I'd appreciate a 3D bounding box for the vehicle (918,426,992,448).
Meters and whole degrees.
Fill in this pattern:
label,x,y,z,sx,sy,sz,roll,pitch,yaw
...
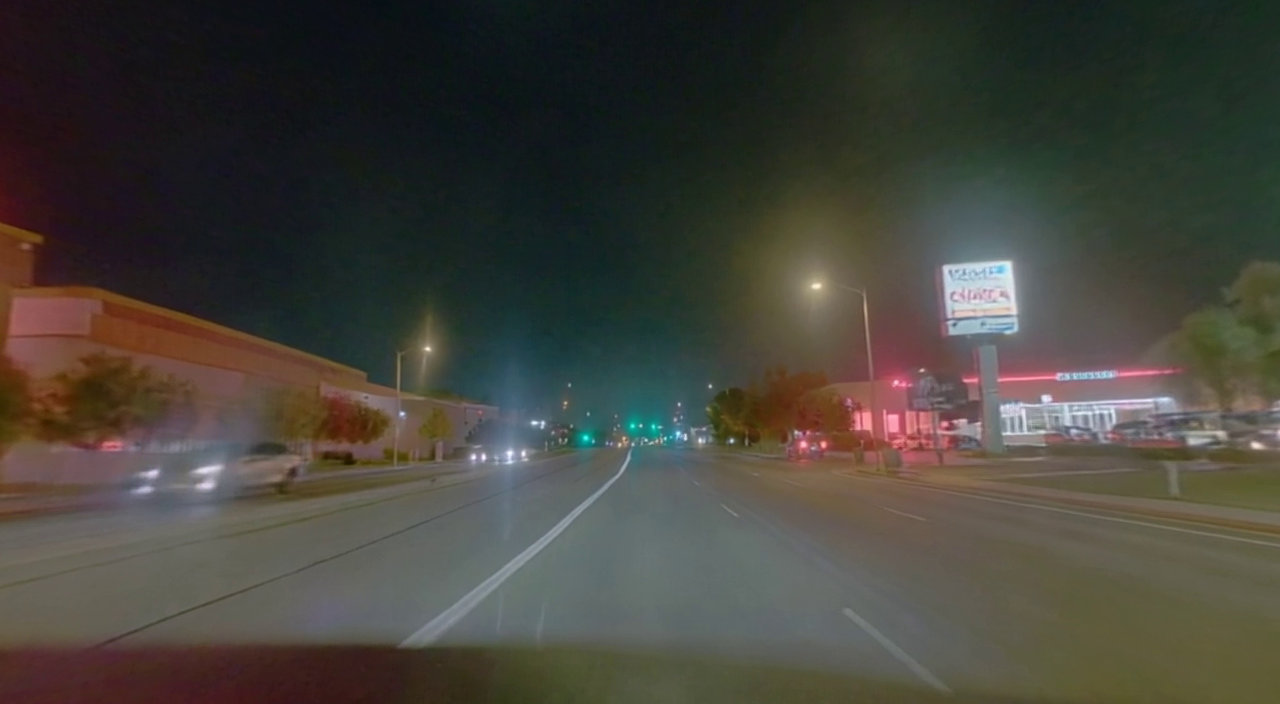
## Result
label,x,y,z,sx,sy,sz,roll,pitch,yaw
vehicle,22.266,6.005,44.729,4.171,1.492,1.999,0,-8,2

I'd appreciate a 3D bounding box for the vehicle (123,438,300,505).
label,x,y,z,sx,sy,sz,roll,pitch,yaw
vehicle,-11.332,3.149,17.131,1.896,1.593,4.014,0,-8,1

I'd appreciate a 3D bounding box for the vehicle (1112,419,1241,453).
label,x,y,z,sx,sy,sz,roll,pitch,yaw
vehicle,22.272,3.514,26.347,3.547,1.360,1.951,0,-8,3
